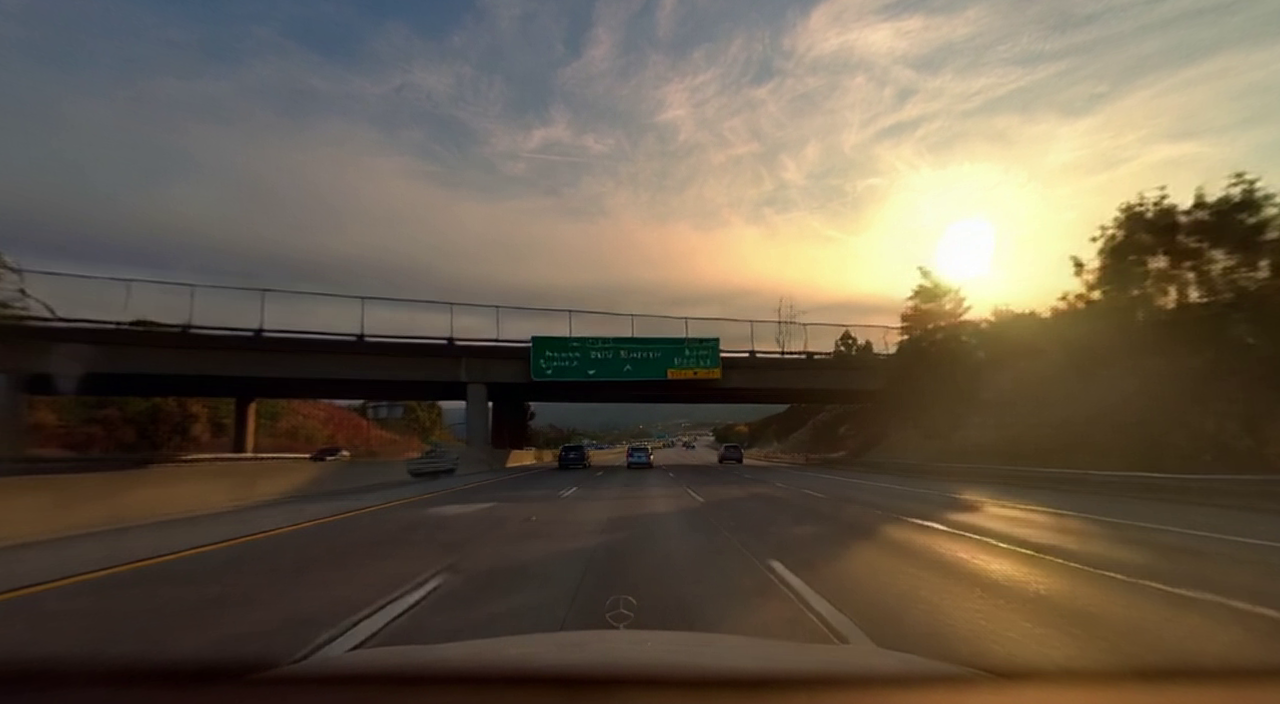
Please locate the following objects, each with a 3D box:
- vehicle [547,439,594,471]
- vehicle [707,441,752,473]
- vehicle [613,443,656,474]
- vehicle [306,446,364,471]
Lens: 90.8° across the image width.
[{"bbox_3d":[-4.015,6.033,37.312,2.113,1.756,4.471,0,-9,2],"label":"vehicle"},{"bbox_3d":[4.916,5.816,35.241,1.936,1.625,3.991,0,-9,1],"label":"vehicle"},{"bbox_3d":[-0.225,5.435,32.477,2.075,1.486,4.007,0,-9,1],"label":"vehicle"},{"bbox_3d":[-20.612,7.186,42.867,1.833,1.566,4.025,0,-9,1],"label":"vehicle"}]
